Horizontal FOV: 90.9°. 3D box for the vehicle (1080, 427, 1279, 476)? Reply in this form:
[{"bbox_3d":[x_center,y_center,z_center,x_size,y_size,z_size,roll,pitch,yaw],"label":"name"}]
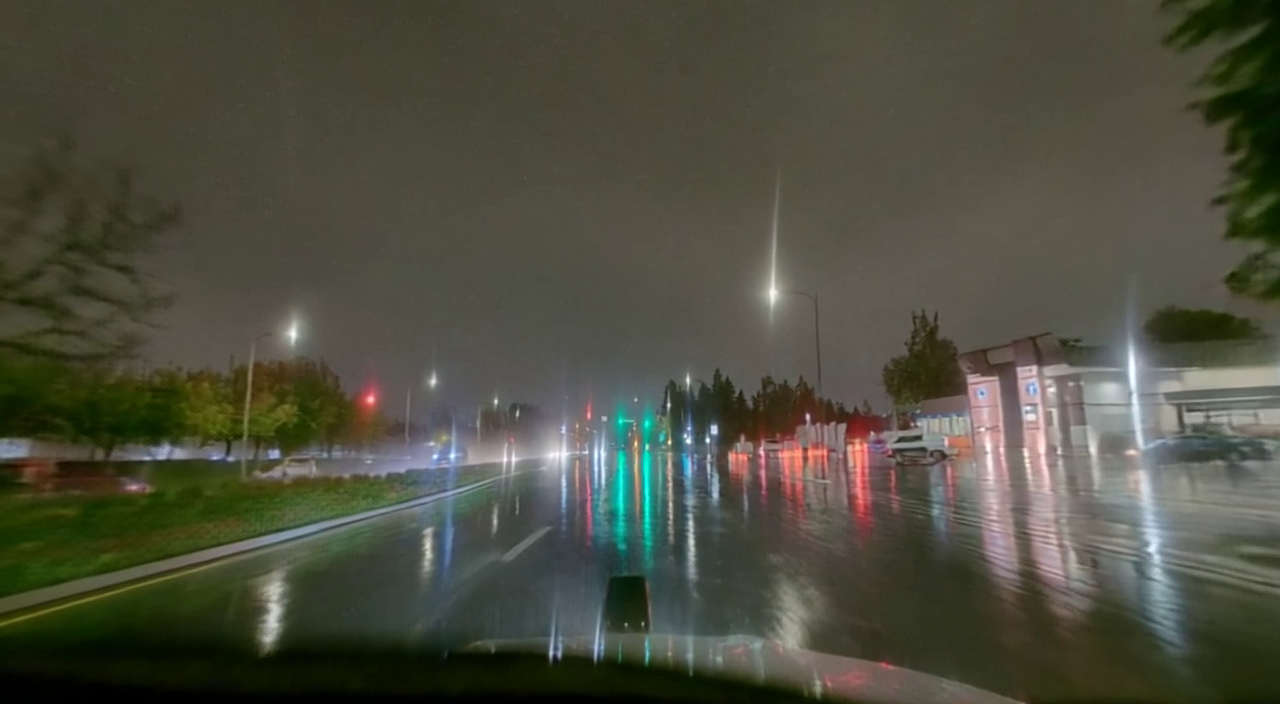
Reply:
[{"bbox_3d":[17.521,3.232,20.532,4.813,1.464,2.073,0,-9,-1],"label":"vehicle"}]

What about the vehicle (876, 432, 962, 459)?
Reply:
[{"bbox_3d":[17.387,5.863,39.428,4.450,1.643,1.996,0,-9,0],"label":"vehicle"}]

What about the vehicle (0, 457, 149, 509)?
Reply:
[{"bbox_3d":[-22.909,5.193,25.468,2.067,1.743,5.056,0,-9,-1],"label":"vehicle"}]

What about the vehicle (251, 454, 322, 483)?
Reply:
[{"bbox_3d":[-23.107,7.596,41.395,1.957,1.672,4.743,0,-9,-1],"label":"vehicle"}]
